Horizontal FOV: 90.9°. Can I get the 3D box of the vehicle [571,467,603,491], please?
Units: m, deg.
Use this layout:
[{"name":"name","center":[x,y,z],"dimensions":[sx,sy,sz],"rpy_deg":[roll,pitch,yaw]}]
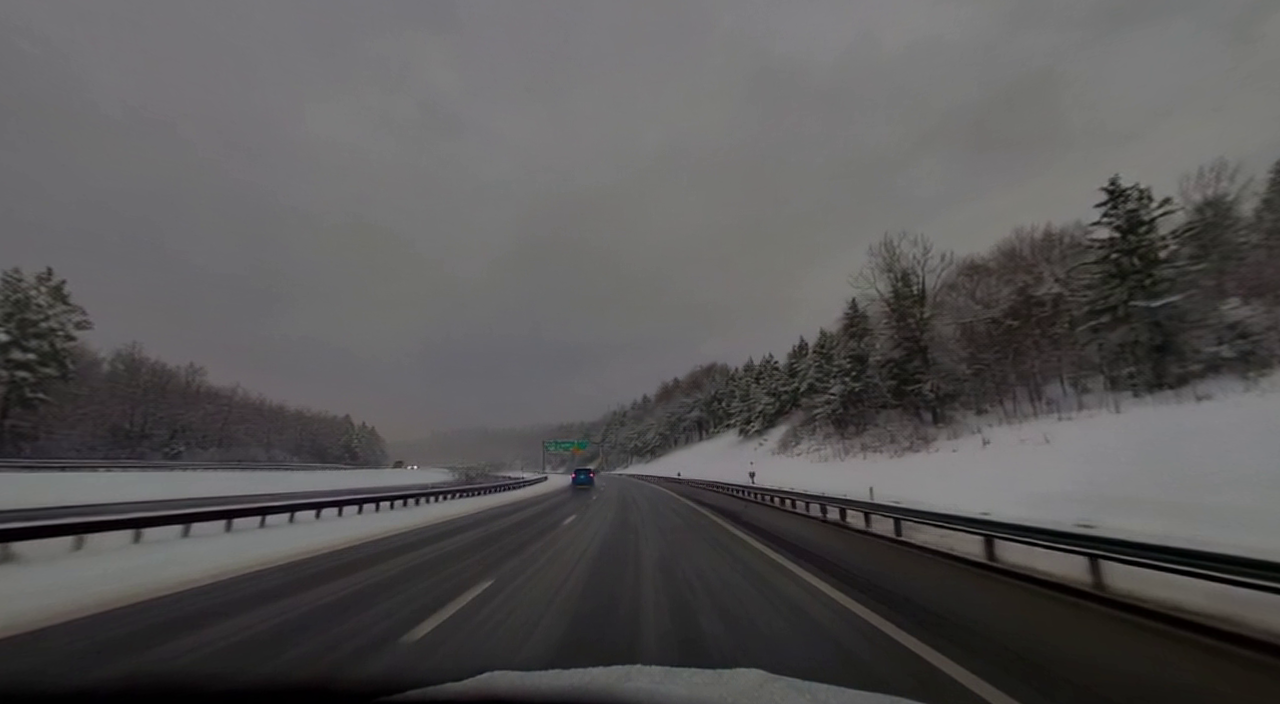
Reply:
[{"name":"vehicle","center":[-3.783,9.140,45.470],"dimensions":[1.967,1.556,4.364],"rpy_deg":[1,-10,-1]}]
